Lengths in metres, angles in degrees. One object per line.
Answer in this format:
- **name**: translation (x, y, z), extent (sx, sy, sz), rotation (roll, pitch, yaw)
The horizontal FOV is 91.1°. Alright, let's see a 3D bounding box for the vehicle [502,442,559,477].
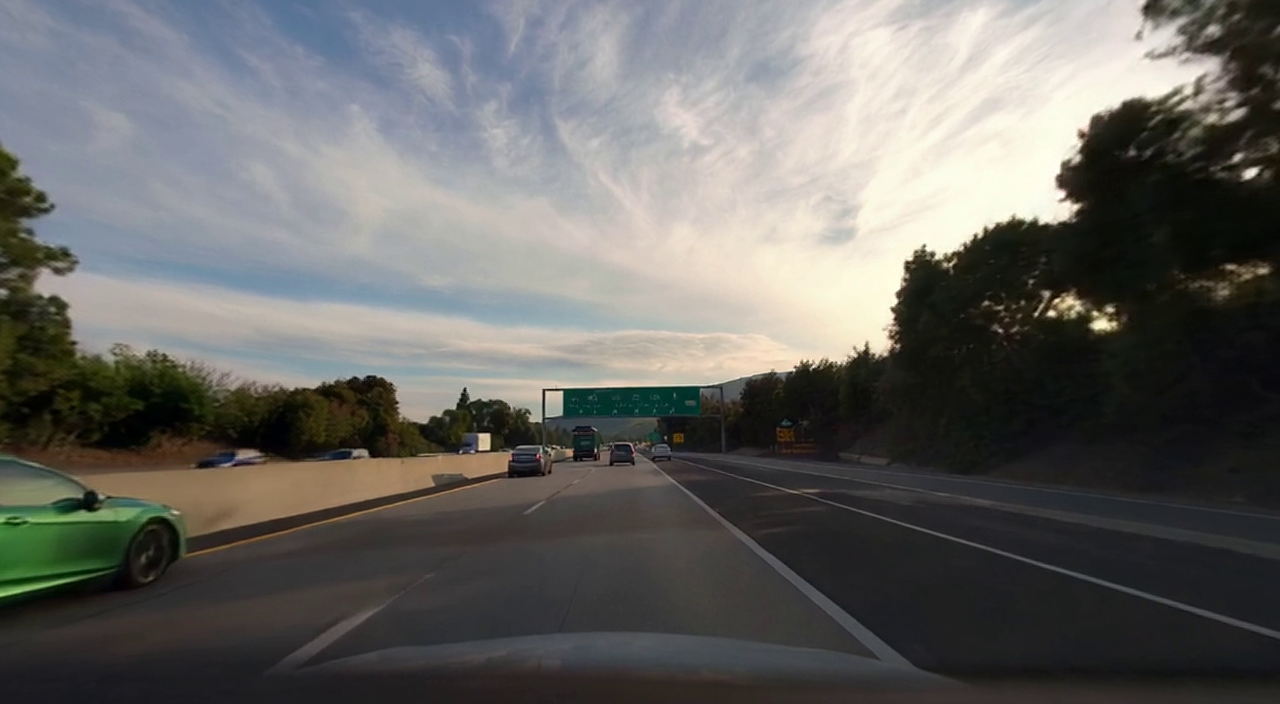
- **vehicle**: translation (-5.019, 4.977, 29.350), extent (1.892, 1.481, 4.180), rotation (0, -9, 0)

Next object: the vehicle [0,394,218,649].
- **vehicle**: translation (-5.157, 1.090, 3.990), extent (2.058, 1.626, 4.118), rotation (0, -9, 0)

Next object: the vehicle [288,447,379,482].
- **vehicle**: translation (-13.955, 5.141, 28.996), extent (1.940, 1.462, 4.500), rotation (0, -9, 0)

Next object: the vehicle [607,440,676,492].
- **vehicle**: translation (0.045, 3.479, 19.534), extent (1.940, 1.451, 3.512), rotation (0, -9, 0)

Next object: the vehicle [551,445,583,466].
- **vehicle**: translation (-5.189, 7.403, 45.251), extent (1.814, 1.417, 3.860), rotation (0, -9, 1)
